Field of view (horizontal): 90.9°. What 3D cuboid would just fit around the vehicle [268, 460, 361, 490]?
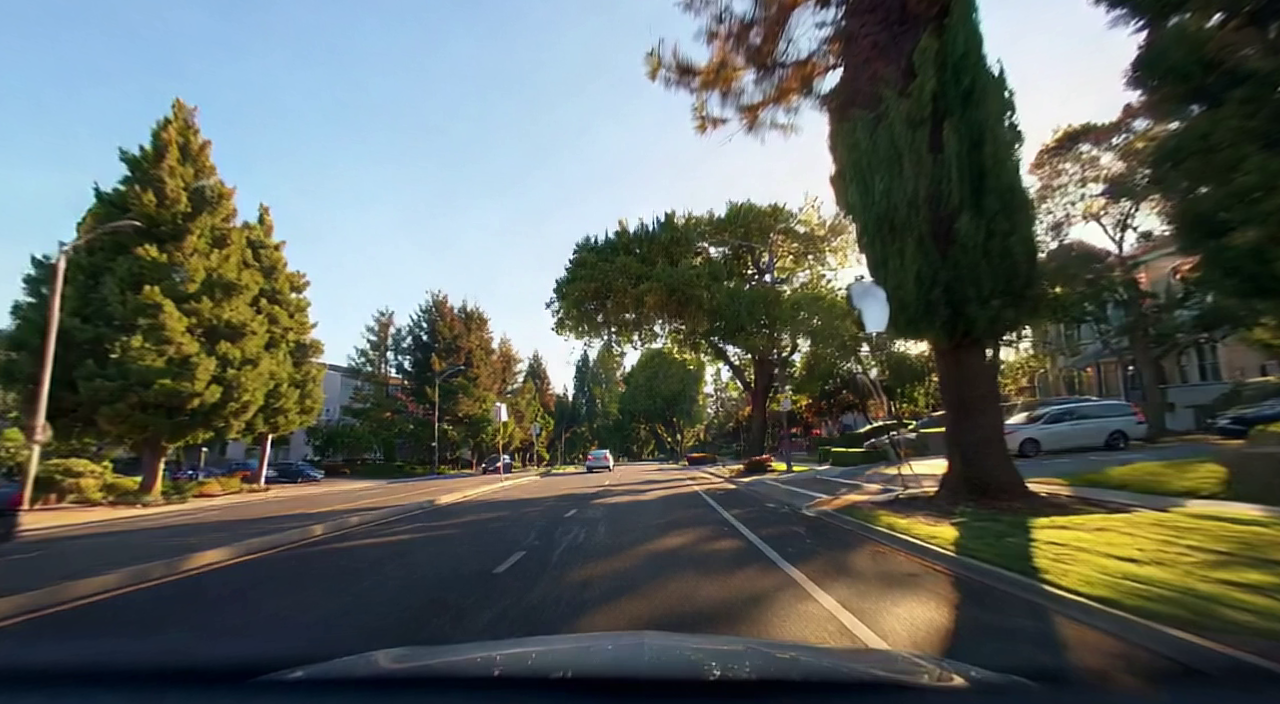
[{"bbox_3d":[-19.538,7.374,37.956,4.553,1.681,1.931,-1,-8,3],"label":"vehicle"}]
